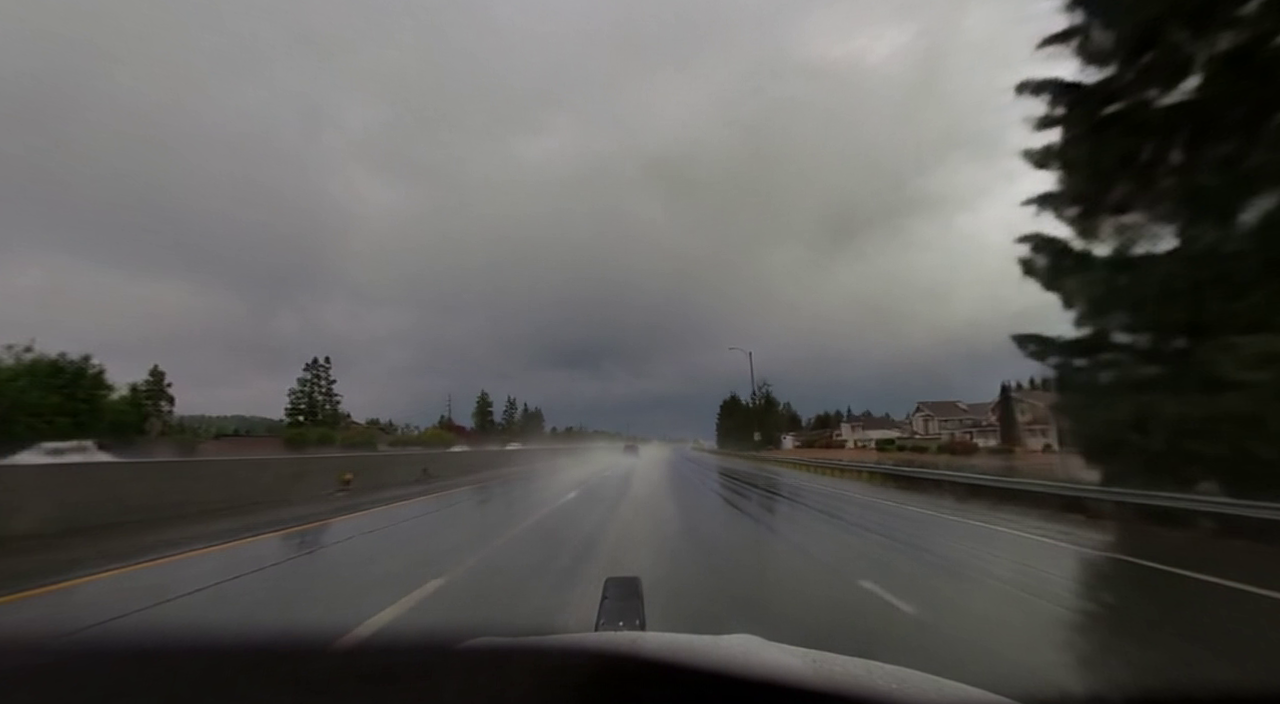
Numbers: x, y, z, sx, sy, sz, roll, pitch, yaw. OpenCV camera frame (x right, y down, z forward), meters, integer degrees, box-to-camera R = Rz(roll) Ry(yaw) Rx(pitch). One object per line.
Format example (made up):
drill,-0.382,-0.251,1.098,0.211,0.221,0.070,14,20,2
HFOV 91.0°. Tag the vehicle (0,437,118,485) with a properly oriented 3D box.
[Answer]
vehicle,-26.945,4.768,27.989,2.389,1.915,5.855,0,-8,1
